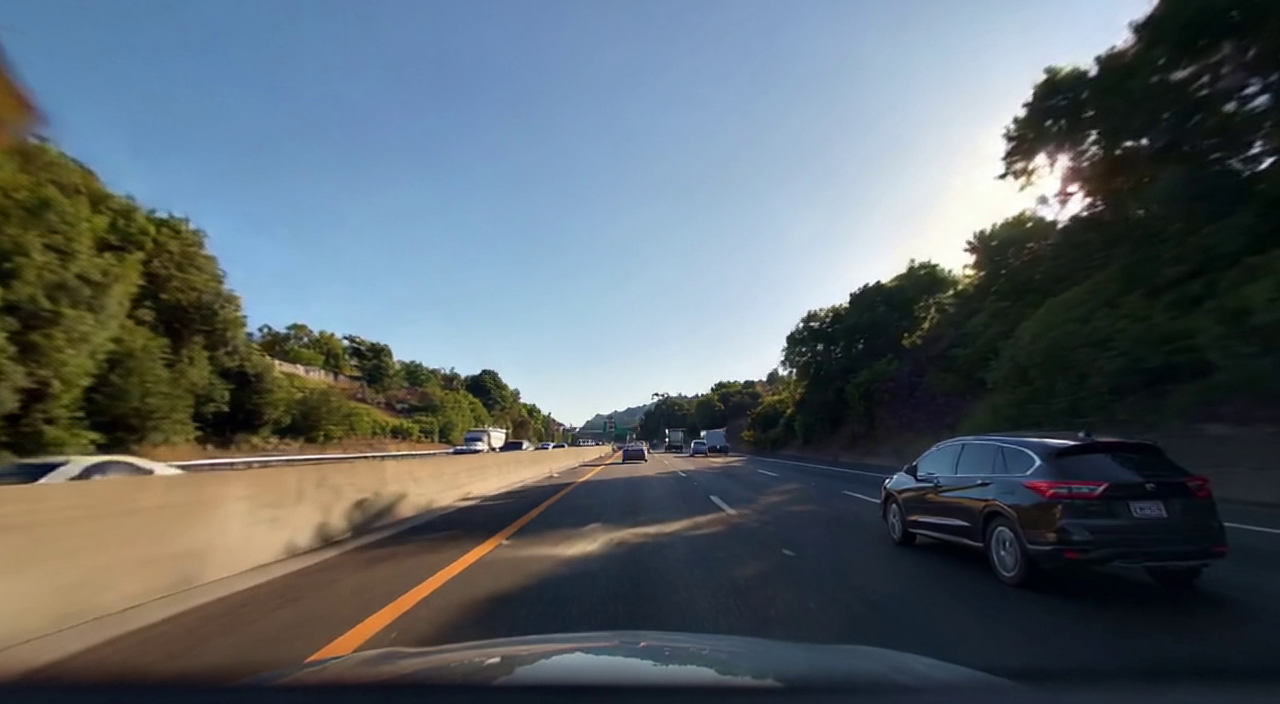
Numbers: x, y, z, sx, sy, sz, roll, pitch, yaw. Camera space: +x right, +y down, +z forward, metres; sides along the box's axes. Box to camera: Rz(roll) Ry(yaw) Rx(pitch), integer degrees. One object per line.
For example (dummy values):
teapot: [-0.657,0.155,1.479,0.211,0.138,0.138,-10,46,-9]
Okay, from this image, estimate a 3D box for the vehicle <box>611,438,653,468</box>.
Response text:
vehicle: [-0.433,5.266,33.086,2.055,1.466,4.317,0,-8,-1]

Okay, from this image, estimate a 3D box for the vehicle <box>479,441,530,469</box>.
vehicle: [-7.858,5.991,37.040,2.012,1.521,4.593,0,-8,0]

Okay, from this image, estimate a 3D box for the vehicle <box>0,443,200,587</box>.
vehicle: [-7.559,1.804,7.324,1.897,1.451,4.137,0,-8,0]

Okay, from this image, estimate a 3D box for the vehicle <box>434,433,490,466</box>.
vehicle: [-11.636,6.398,41.609,2.209,2.011,4.985,0,-8,0]

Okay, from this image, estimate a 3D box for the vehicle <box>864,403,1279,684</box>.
vehicle: [3.965,1.353,5.828,1.961,1.495,4.743,0,-8,-1]

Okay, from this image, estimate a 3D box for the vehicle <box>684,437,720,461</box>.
vehicle: [4.286,6.771,44.165,1.995,1.556,3.893,0,-8,-2]
